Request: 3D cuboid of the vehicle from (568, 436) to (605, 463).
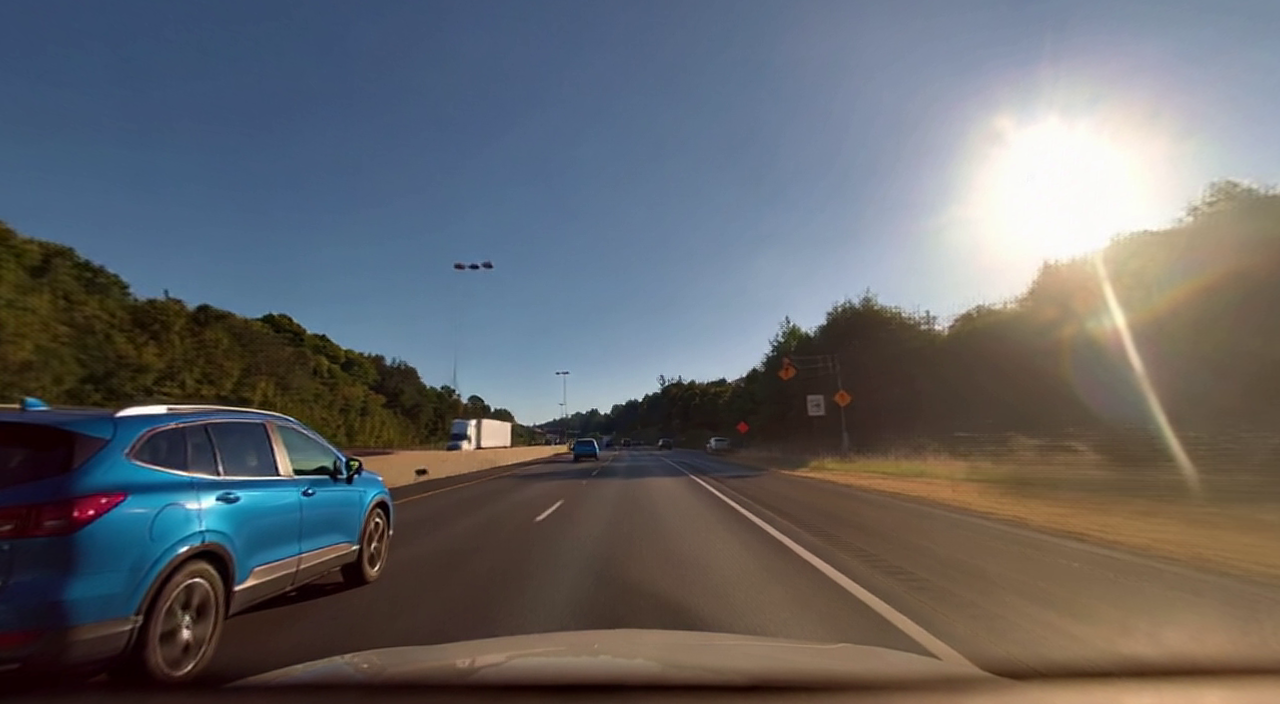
[{"bbox_3d":[-3.403,6.317,40.797,2.125,1.662,4.336,0,-8,-1],"label":"vehicle"}]
